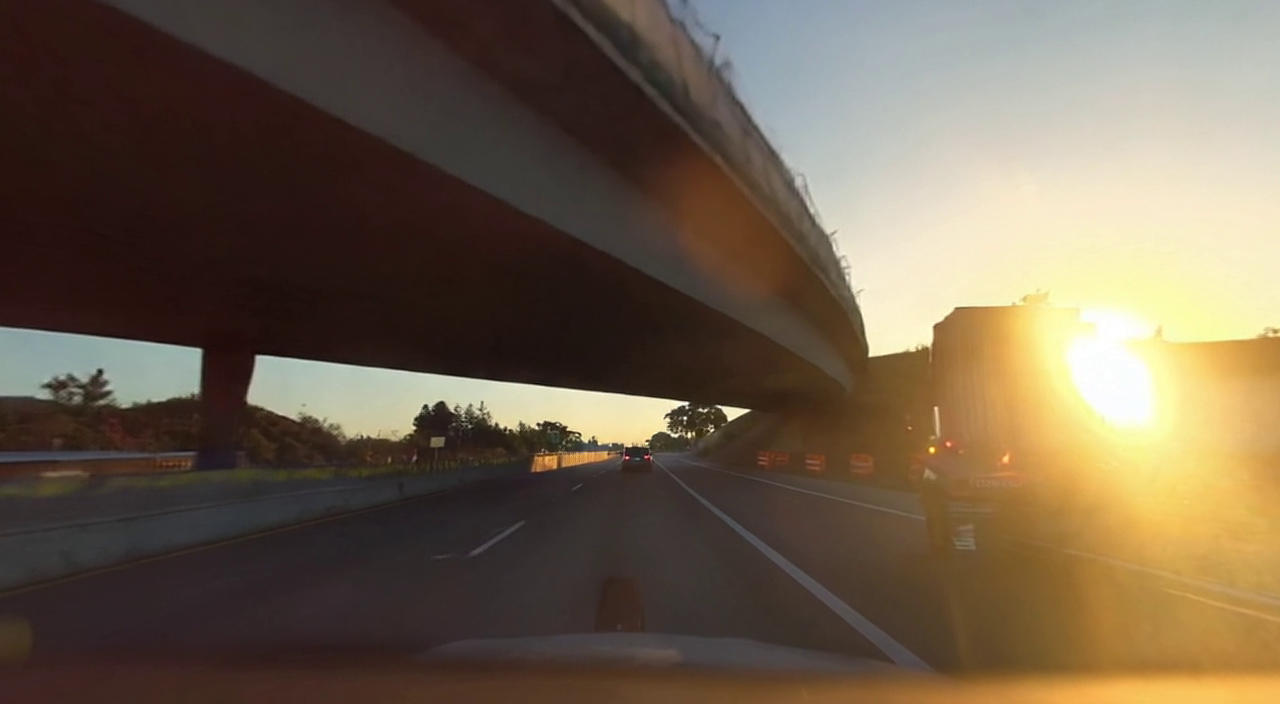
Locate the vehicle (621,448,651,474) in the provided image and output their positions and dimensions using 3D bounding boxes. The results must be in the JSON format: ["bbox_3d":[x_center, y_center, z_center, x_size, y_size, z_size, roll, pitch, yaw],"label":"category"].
[{"bbox_3d":[-0.206,6.525,37.998,1.695,1.437,3.506,-1,-9,1],"label":"vehicle"}]
